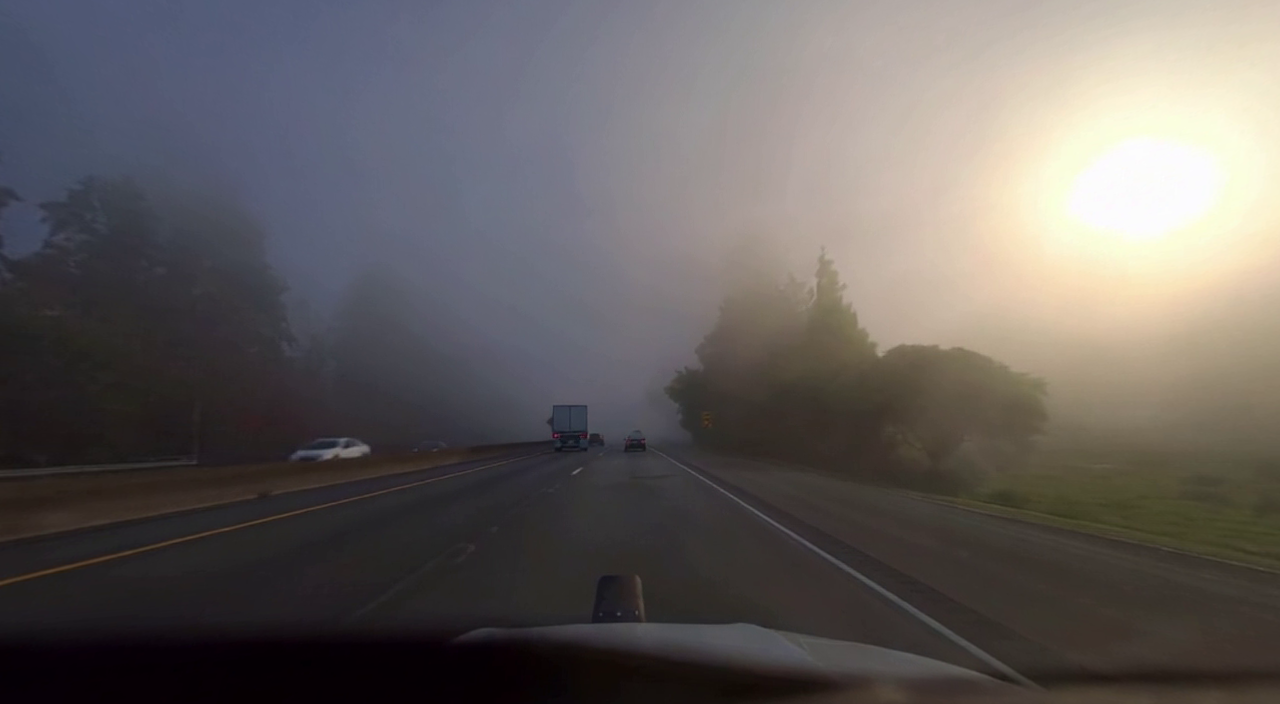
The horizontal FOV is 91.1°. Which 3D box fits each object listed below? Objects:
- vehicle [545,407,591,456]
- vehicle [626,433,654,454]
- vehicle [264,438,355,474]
[{"bbox_3d":[-4.831,5.545,43.457,2.450,3.098,6.965,0,-8,-1],"label":"vehicle"},{"bbox_3d":[-0.042,6.667,45.825,1.988,1.472,3.716,0,-8,-1],"label":"vehicle"},{"bbox_3d":[-14.565,4.570,27.947,1.970,1.455,3.822,0,-8,-1],"label":"vehicle"}]
